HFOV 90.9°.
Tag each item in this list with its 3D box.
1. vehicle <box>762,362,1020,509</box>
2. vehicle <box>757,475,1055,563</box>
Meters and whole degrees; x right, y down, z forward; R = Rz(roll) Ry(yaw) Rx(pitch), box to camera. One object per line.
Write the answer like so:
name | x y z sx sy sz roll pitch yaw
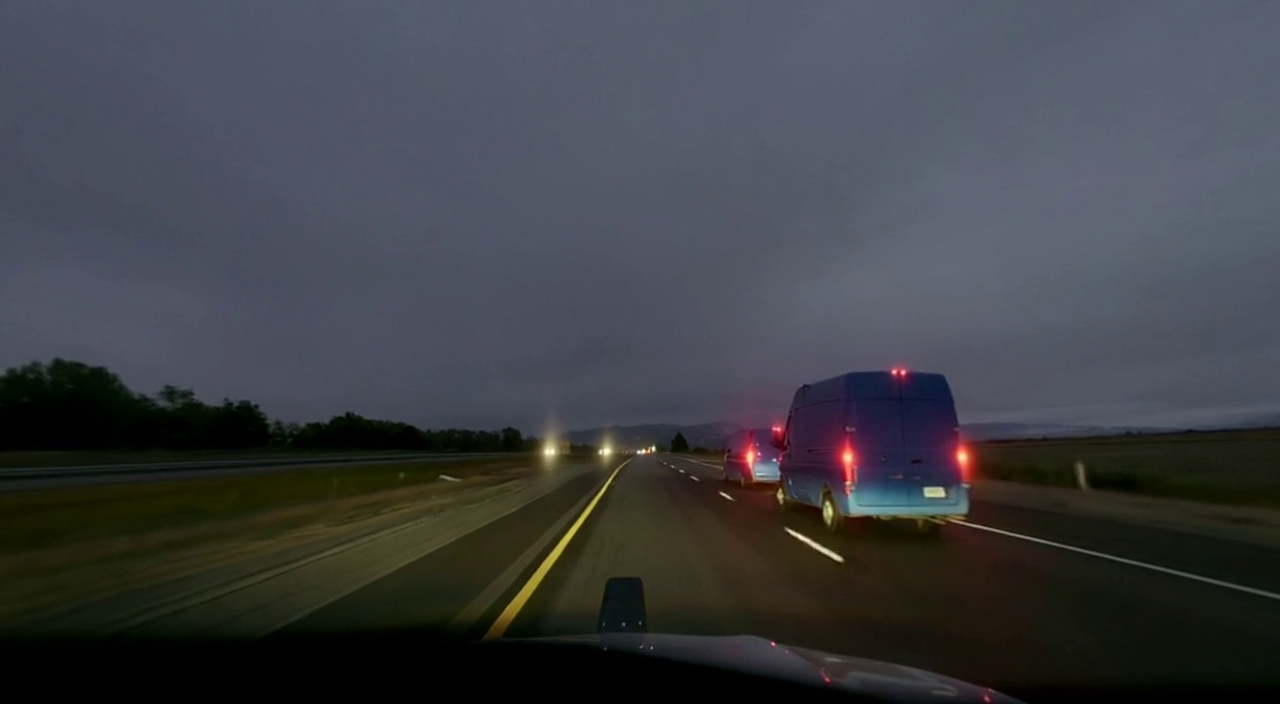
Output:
vehicle | 4.077 1.579 11.728 2.444 2.053 5.616 0 -8 0
vehicle | 4.045 2.804 11.405 2.702 0.824 6.391 0 -8 0
